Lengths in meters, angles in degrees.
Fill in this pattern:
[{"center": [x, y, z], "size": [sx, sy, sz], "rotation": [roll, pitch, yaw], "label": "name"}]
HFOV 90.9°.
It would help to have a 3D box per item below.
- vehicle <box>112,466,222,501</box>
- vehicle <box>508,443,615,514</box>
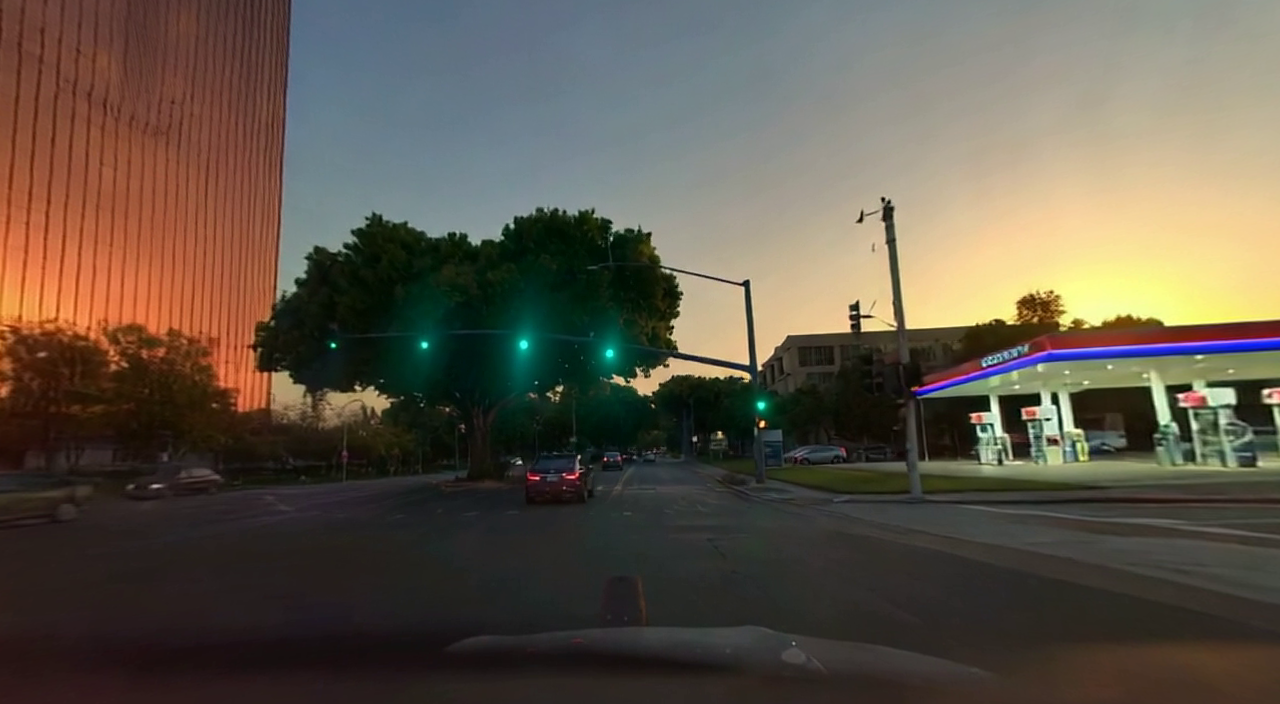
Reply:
[{"center": [-23.540, 6.536, 31.617], "size": [1.822, 1.451, 4.593], "rotation": [-1, -9, 2], "label": "vehicle"}, {"center": [-2.057, 3.489, 17.941], "size": [2.183, 1.731, 4.338], "rotation": [-1, -9, 4], "label": "vehicle"}]
